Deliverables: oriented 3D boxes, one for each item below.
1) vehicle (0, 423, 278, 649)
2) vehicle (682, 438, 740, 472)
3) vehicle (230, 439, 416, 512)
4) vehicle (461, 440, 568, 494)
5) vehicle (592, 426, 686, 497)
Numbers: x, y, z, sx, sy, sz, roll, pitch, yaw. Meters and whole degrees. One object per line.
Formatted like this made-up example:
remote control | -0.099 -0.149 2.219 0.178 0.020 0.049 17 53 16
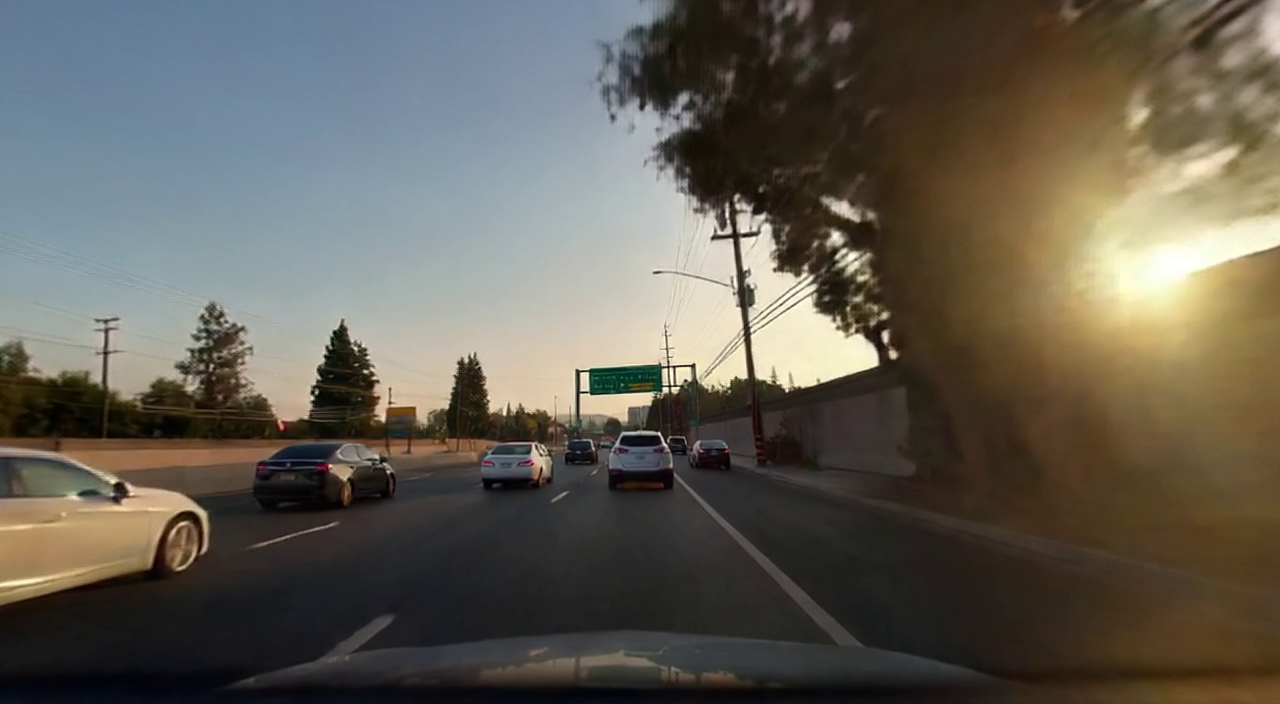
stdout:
vehicle | -5.198 1.369 5.271 1.958 1.447 4.454 1 -8 -4
vehicle | 3.281 4.873 30.134 2.197 1.464 4.356 0 -8 -1
vehicle | -7.174 2.815 15.008 1.959 1.435 4.719 0 -8 0
vehicle | -3.609 3.399 19.165 2.203 1.425 4.610 0 -8 1
vehicle | -0.013 2.968 17.405 2.284 1.699 4.168 0 -8 0
